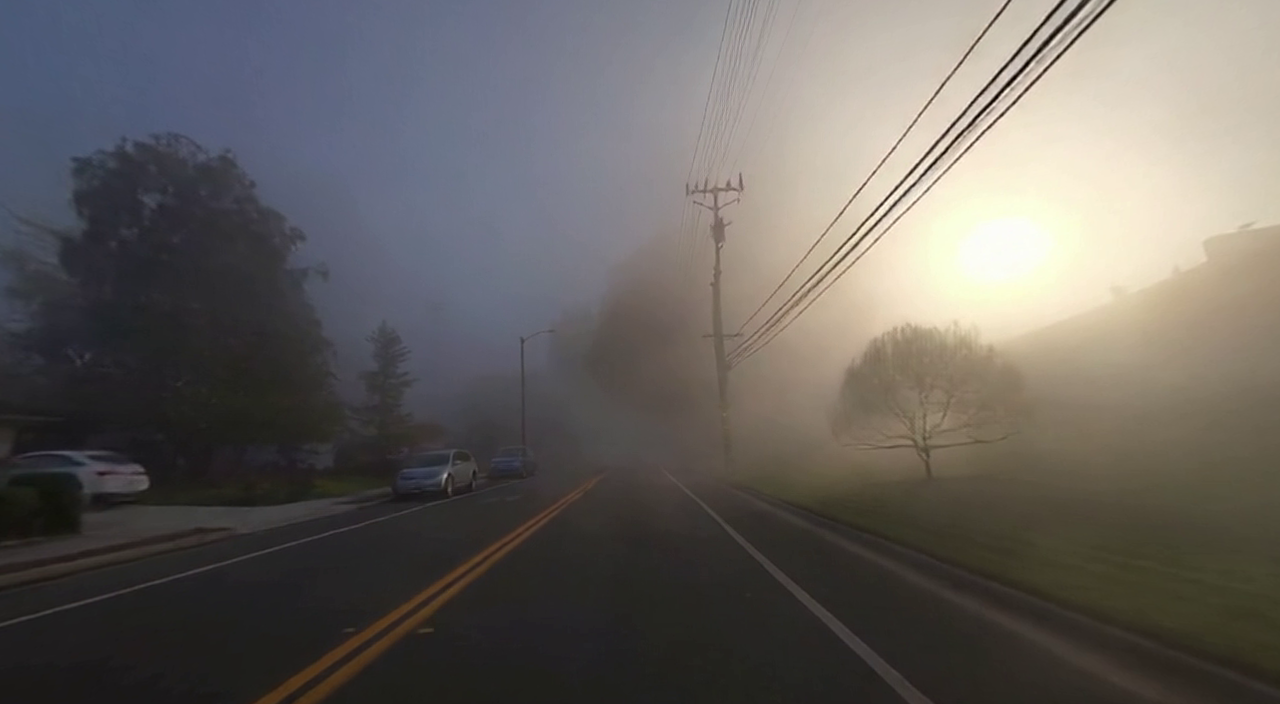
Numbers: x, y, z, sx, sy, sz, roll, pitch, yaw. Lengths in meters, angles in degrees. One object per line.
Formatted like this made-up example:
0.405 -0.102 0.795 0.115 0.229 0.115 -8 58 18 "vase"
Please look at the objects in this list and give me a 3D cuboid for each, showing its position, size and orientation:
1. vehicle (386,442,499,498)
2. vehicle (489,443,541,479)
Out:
-6.519 3.946 21.467 2.129 1.556 4.778 -4 -9 2 "vehicle"
-6.748 5.880 34.519 1.923 1.687 4.511 -4 -8 -1 "vehicle"
